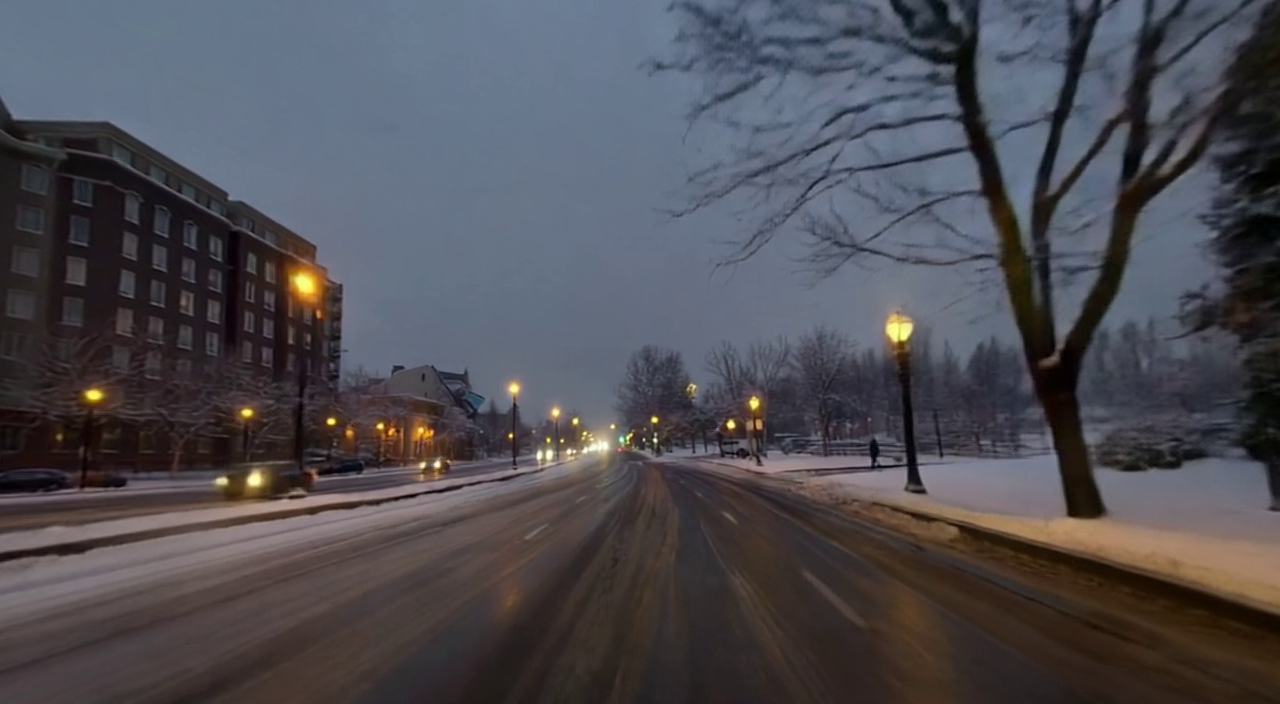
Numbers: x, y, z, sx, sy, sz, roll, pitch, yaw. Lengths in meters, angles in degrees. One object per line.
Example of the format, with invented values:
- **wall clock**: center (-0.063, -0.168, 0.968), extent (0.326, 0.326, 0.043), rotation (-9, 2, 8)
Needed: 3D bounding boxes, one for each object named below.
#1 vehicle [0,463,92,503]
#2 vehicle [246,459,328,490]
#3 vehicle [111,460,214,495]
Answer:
- **vehicle**: center (-31.657, 6.732, 32.711), extent (2.235, 1.777, 4.963), rotation (1, -8, -5)
- **vehicle**: center (-18.915, 6.585, 34.039), extent (1.835, 1.417, 4.352), rotation (0, -8, 2)
- **vehicle**: center (-26.082, 6.846, 34.662), extent (2.124, 1.650, 4.413), rotation (0, -8, 1)
